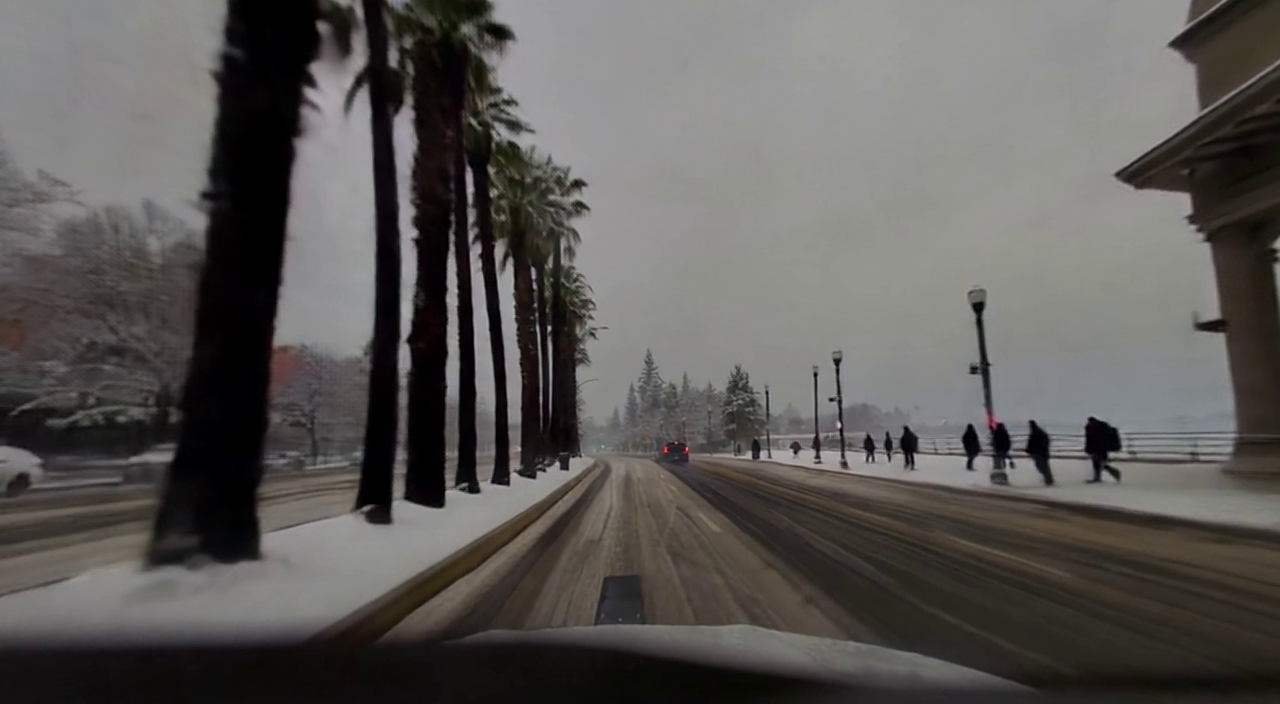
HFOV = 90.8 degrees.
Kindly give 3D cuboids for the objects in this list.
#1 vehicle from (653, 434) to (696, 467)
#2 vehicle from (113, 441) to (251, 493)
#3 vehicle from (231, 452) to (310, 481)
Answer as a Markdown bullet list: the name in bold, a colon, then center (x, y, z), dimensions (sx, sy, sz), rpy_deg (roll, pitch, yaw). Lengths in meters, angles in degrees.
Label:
- **vehicle**: center (2.228, 6.645, 42.665), dimensions (2.284, 2.010, 6.670), rpy_deg (0, -9, -2)
- **vehicle**: center (-18.399, 4.606, 25.734), dimensions (2.136, 1.890, 4.670), rpy_deg (0, -9, -1)
- **vehicle**: center (-21.806, 6.728, 37.492), dimensions (1.866, 1.553, 4.835), rpy_deg (0, -9, -2)
